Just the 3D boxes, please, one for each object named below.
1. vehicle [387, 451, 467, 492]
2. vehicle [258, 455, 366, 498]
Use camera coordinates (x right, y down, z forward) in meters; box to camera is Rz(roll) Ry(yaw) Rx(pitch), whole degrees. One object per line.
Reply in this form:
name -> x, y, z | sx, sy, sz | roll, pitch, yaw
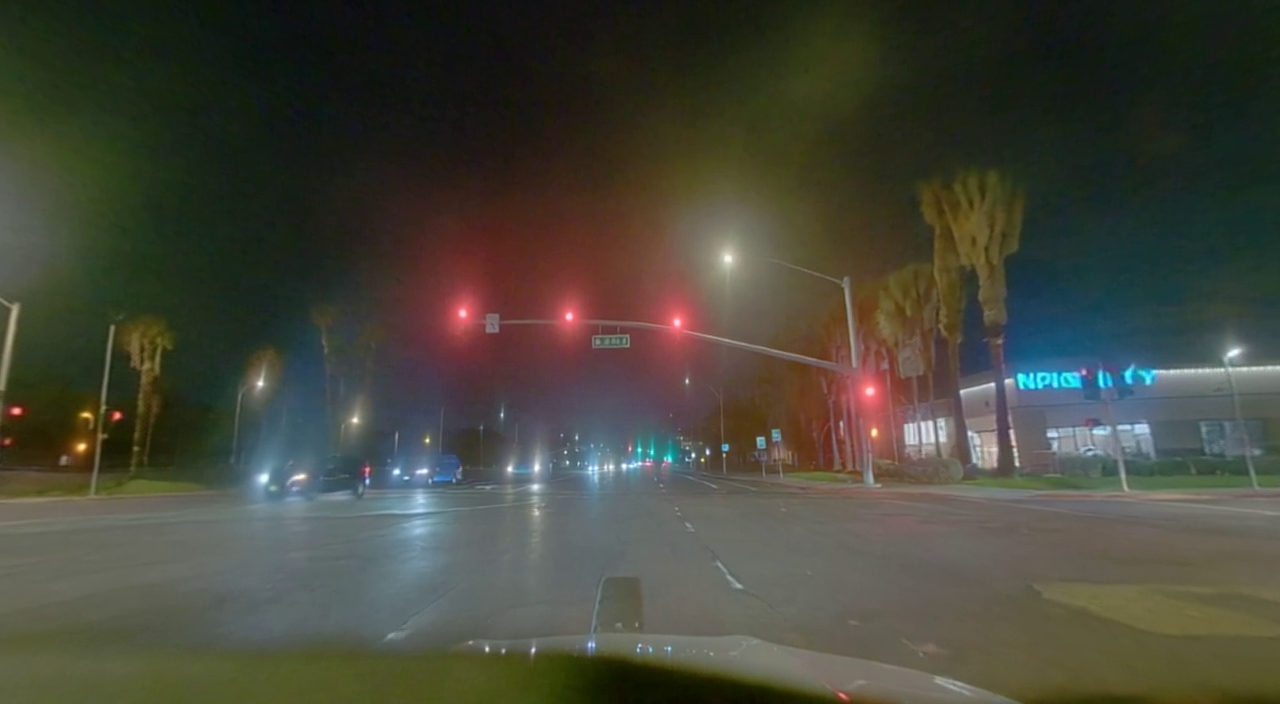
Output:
vehicle -> -9.512, 5.361, 28.646 | 2.074, 1.681, 4.417 | 0, -9, 1
vehicle -> -13.857, 5.248, 27.040 | 1.995, 1.632, 4.609 | -1, -9, 2
